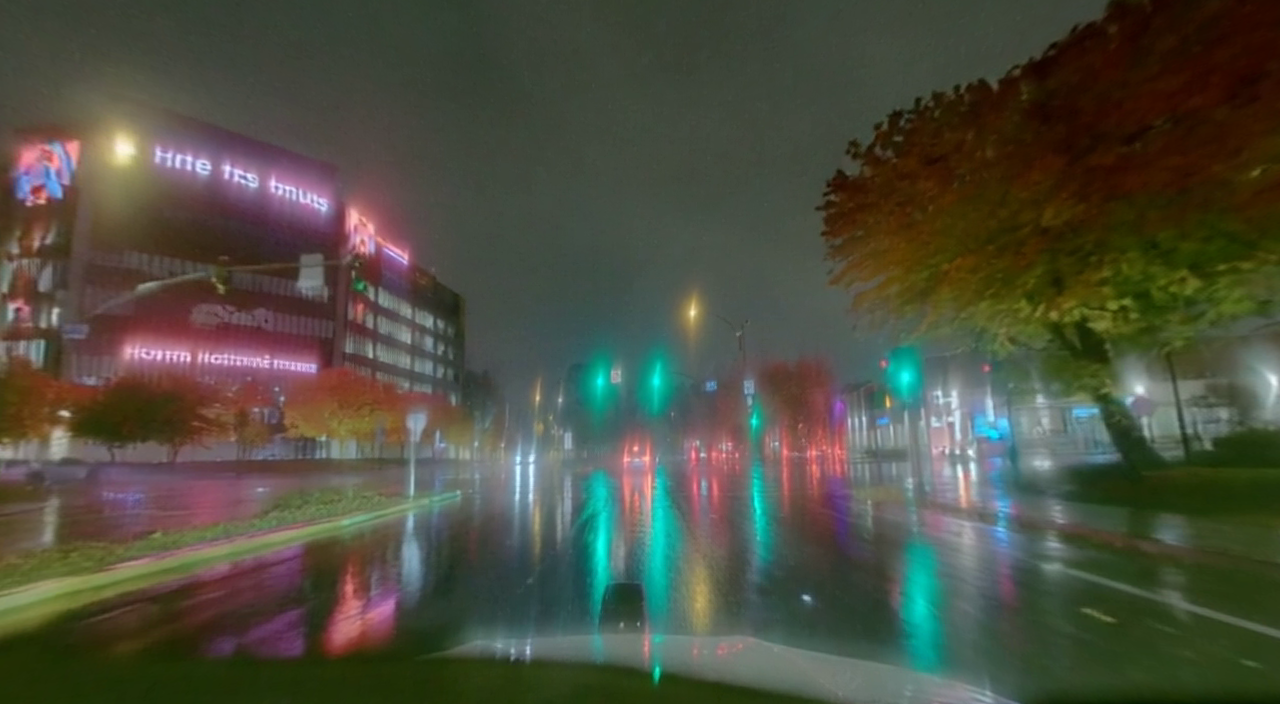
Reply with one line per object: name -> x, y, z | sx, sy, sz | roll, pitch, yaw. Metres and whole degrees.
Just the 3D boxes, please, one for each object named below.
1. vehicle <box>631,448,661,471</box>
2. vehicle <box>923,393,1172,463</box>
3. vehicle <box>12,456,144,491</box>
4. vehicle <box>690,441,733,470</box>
vehicle -> 0.430, 7.486, 43.981 | 2.014, 1.525, 4.197 | 0, -9, 1
vehicle -> 21.647, 4.155, 34.129 | 10.893, 3.534, 3.195 | -1, -9, 4
vehicle -> -26.887, 5.813, 30.213 | 4.500, 1.555, 1.913 | 0, -9, 2
vehicle -> 4.664, 6.874, 41.899 | 2.174, 1.749, 4.739 | 0, -9, -1
